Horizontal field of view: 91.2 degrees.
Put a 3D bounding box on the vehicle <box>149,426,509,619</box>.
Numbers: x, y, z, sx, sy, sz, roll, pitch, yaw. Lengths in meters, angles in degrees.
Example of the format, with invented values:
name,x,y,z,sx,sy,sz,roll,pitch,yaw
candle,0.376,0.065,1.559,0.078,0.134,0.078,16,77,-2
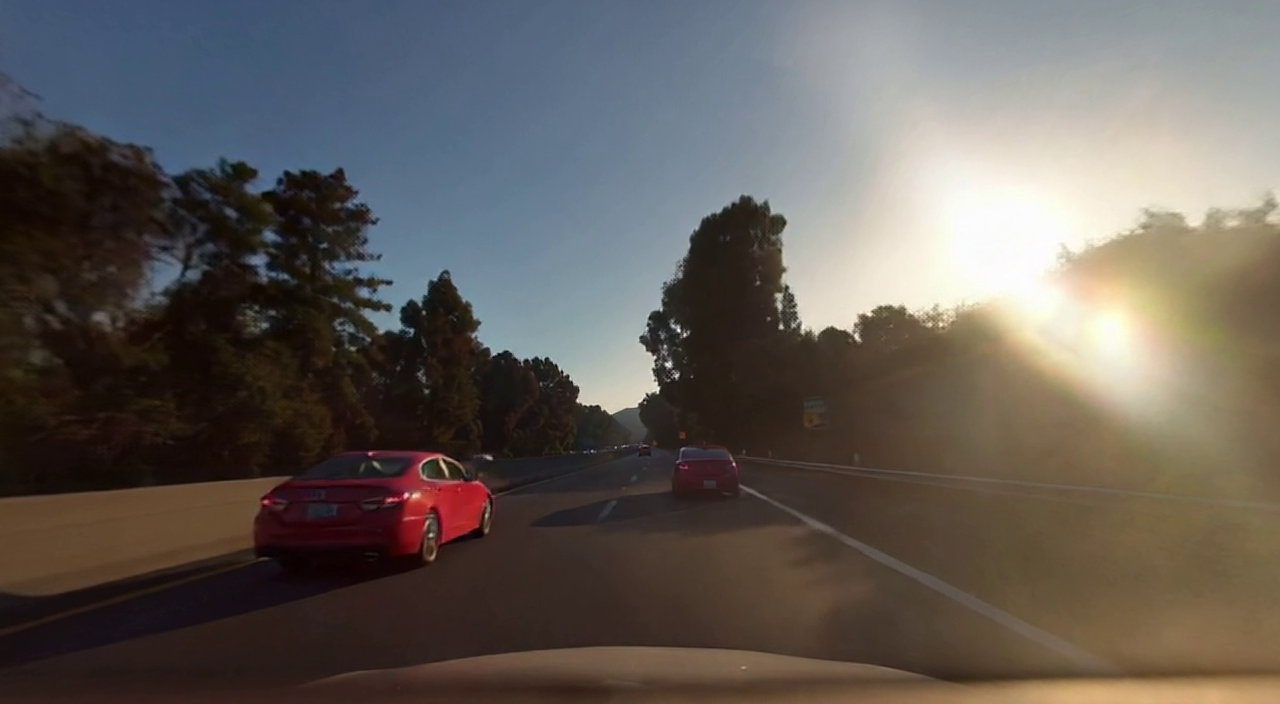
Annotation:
name,x,y,z,sx,sy,sz,roll,pitch,yaw
vehicle,-3.001,1.729,7.339,2.083,1.548,4.251,0,-9,-1

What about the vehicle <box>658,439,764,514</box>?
name,x,y,z,sx,sy,sz,roll,pitch,yaw
vehicle,1.541,2.910,15.125,2.021,1.533,4.014,0,-9,-1
